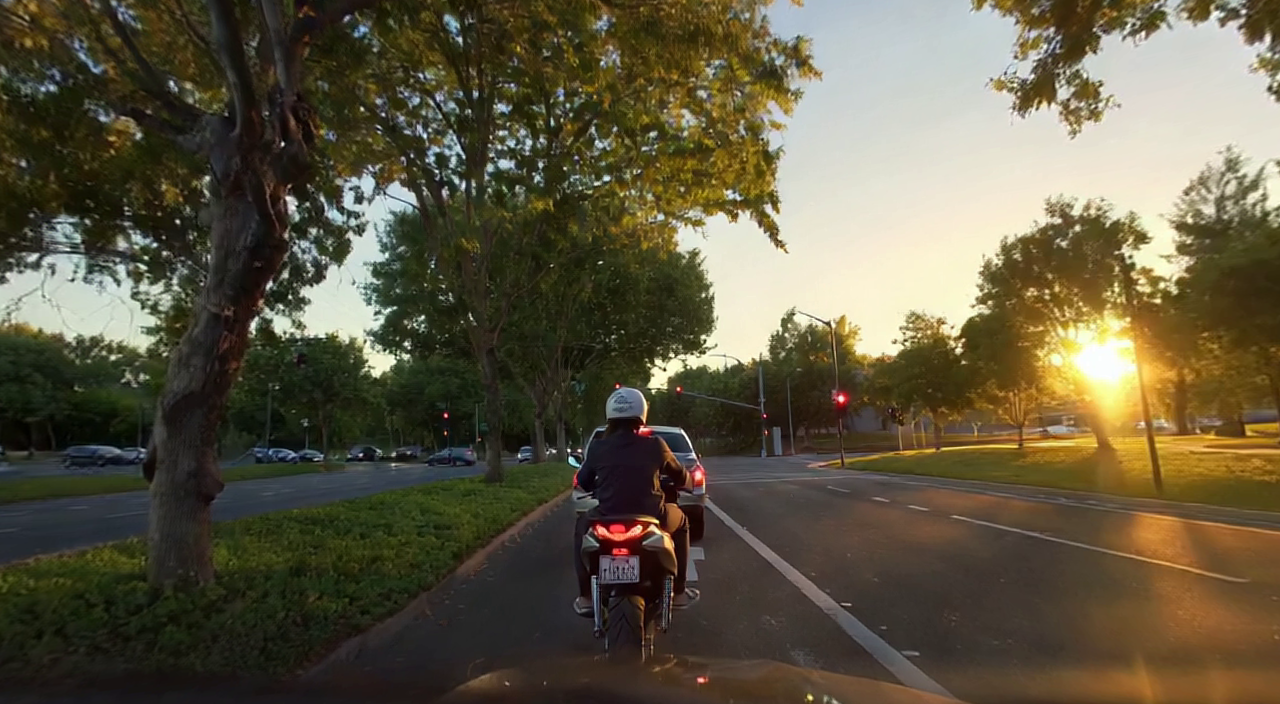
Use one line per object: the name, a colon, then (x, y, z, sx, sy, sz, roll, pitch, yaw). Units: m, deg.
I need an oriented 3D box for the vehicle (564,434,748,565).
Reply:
vehicle: (0.138, 2.000, 9.435, 2.093, 1.450, 4.437, 0, -8, -1)
